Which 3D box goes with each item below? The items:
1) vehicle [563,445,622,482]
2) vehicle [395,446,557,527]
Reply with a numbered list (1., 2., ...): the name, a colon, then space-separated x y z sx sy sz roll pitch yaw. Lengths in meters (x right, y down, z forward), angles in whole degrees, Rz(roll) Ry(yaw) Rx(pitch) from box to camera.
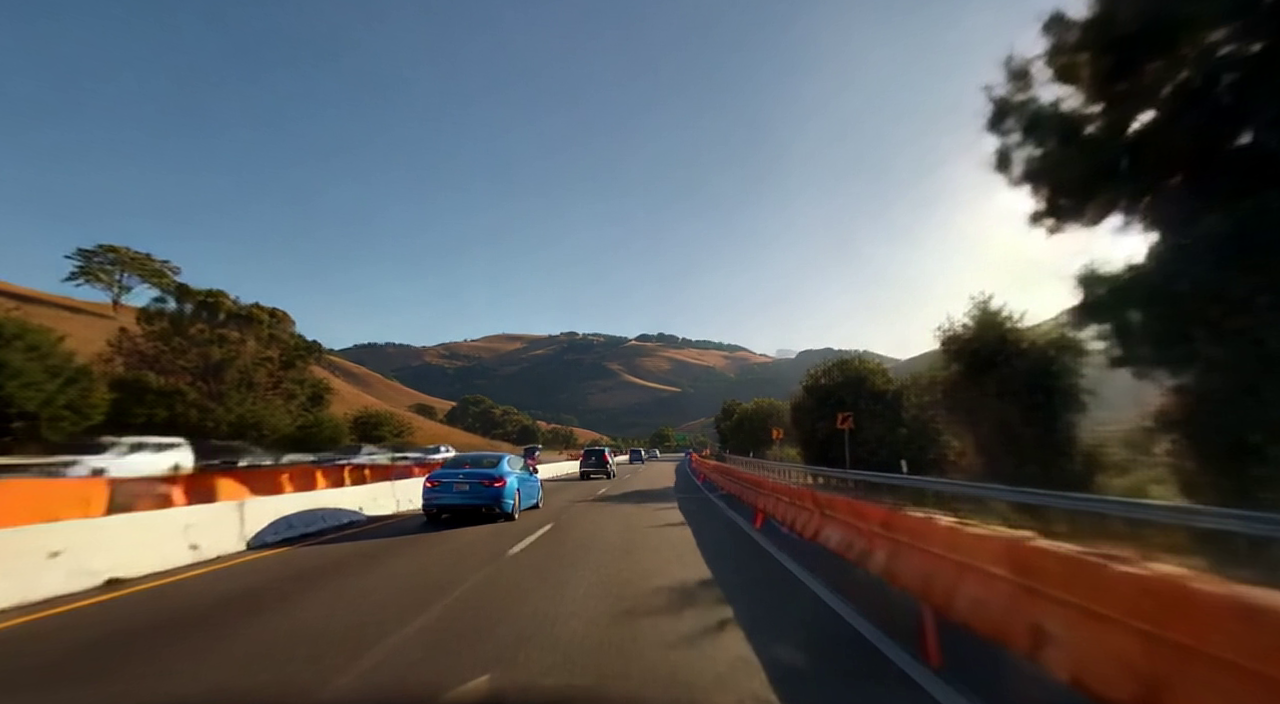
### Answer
1. vehicle: -1.961 4.800 27.443 2.094 1.480 4.124 0 -9 2
2. vehicle: -3.004 2.554 12.508 2.061 1.330 3.928 0 -9 2
